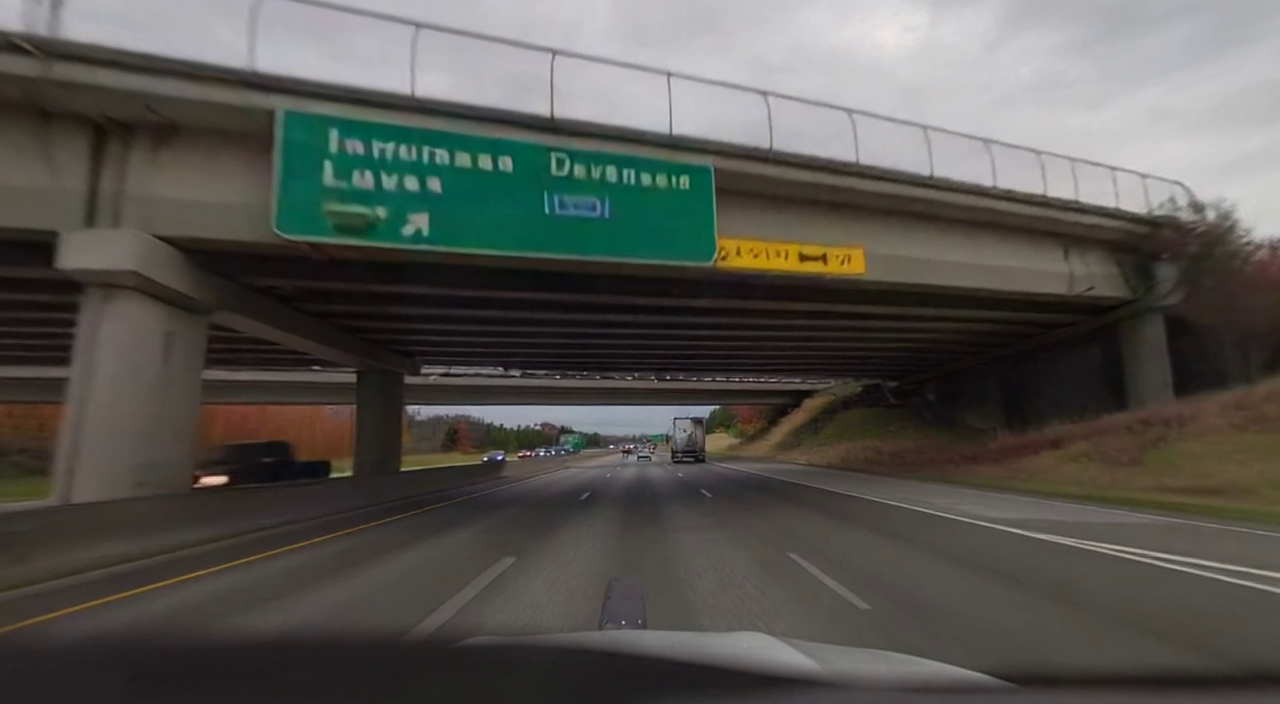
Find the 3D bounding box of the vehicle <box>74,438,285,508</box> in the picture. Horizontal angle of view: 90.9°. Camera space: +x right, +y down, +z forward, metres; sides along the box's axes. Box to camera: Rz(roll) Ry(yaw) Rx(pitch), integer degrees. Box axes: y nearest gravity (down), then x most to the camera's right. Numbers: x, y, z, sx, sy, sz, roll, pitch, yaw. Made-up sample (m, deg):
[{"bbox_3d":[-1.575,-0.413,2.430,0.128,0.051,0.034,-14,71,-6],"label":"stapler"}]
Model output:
[{"bbox_3d":[-11.764,3.104,16.638,1.965,1.553,4.715,0,-9,0],"label":"vehicle"}]
